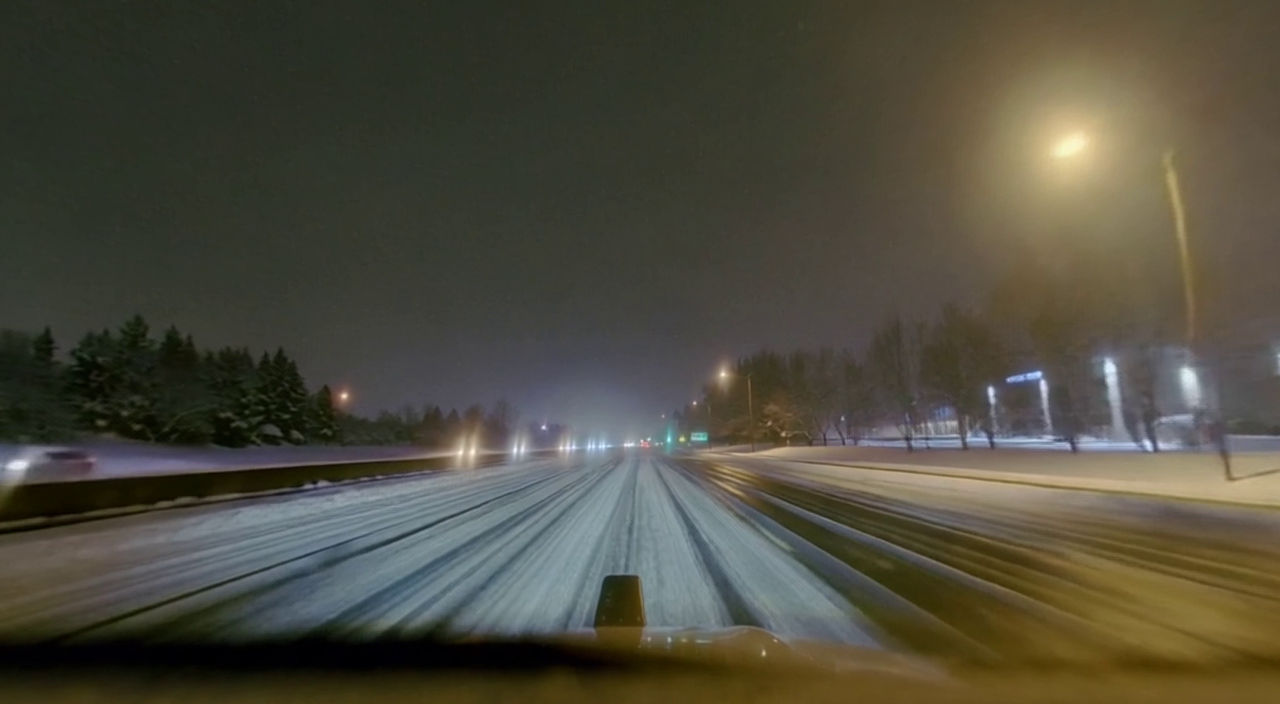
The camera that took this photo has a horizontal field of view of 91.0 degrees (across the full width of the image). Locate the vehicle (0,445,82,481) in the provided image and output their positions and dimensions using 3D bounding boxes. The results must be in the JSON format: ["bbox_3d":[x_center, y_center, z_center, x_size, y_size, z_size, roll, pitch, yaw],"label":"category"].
[{"bbox_3d":[-32.967,5.839,33.433,2.051,1.778,4.839,0,-9,2],"label":"vehicle"}]
